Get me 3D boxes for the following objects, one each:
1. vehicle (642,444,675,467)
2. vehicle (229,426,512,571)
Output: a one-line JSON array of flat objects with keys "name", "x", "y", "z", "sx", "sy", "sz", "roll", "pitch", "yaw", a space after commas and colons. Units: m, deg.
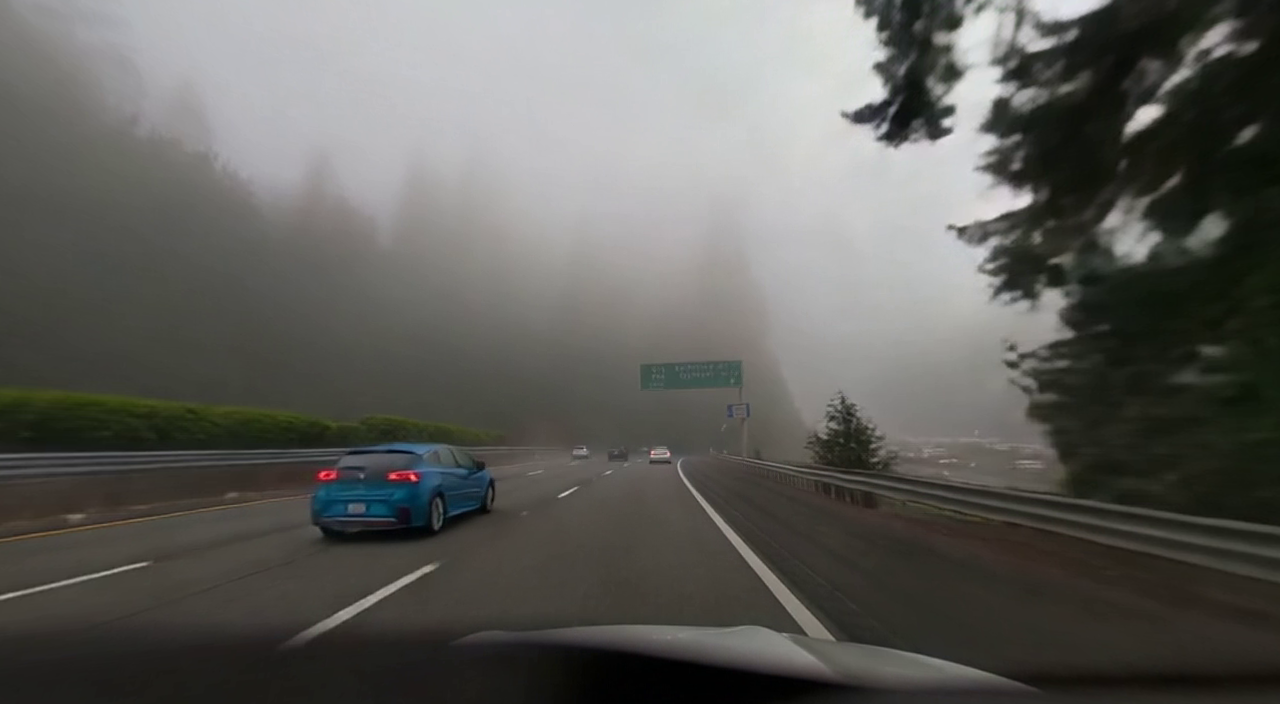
[{"name": "vehicle", "x": 1.280, "y": 6.979, "z": 42.556, "sx": 2.113, "sy": 1.464, "sz": 4.073, "roll": 0, "pitch": -8, "yaw": 3}, {"name": "vehicle", "x": -3.356, "y": 1.906, "z": 9.056, "sx": 2.024, "sy": 1.531, "sz": 4.431, "roll": 0, "pitch": -8, "yaw": 1}]
